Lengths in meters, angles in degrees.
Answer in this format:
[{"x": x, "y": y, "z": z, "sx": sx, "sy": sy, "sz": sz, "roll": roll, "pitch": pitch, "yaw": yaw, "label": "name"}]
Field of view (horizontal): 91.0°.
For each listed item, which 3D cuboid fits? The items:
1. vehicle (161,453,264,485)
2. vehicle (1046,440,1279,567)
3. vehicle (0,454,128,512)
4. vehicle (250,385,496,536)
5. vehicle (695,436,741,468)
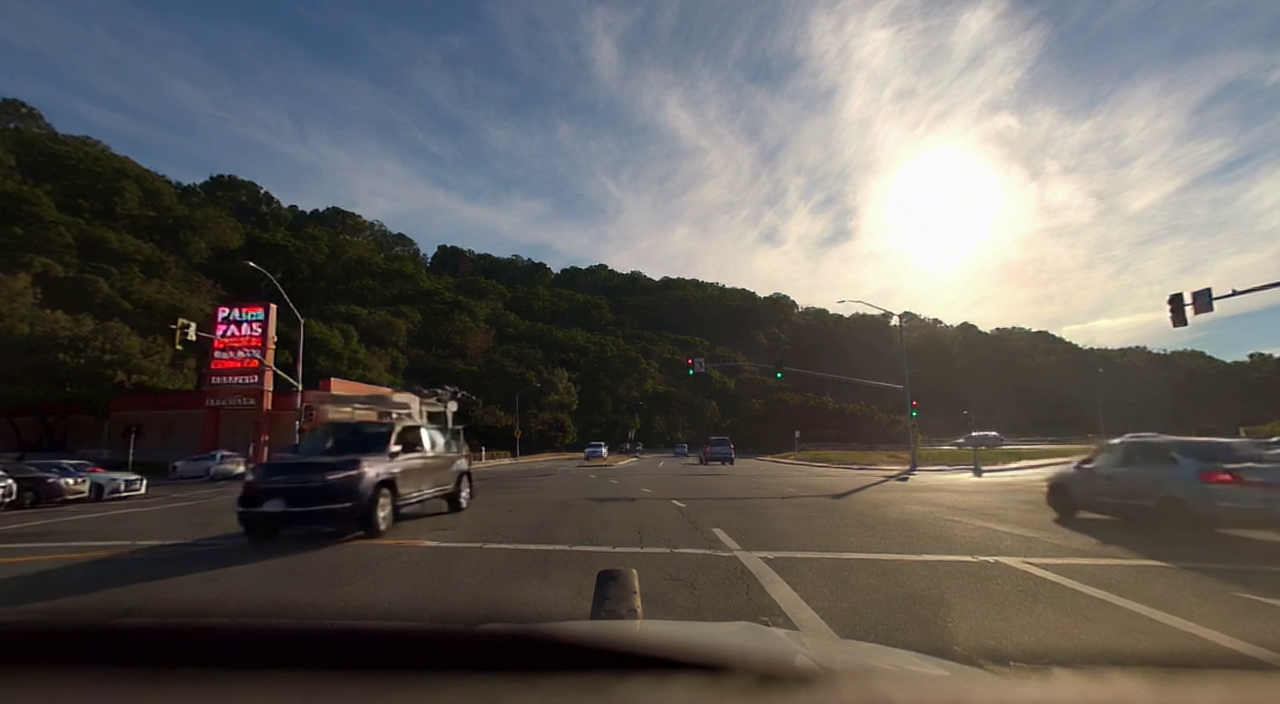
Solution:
[{"x": -24.613, "y": 6.705, "z": 36.367, "sx": 4.336, "sy": 1.706, "sz": 2.069, "roll": 2, "pitch": -9, "yaw": -11, "label": "vehicle"}, {"x": 9.957, "y": 2.540, "z": 11.400, "sx": 2.273, "sy": 1.839, "sz": 4.218, "roll": 0, "pitch": -8, "yaw": -1, "label": "vehicle"}, {"x": -19.792, "y": 4.212, "z": 20.490, "sx": 4.440, "sy": 1.748, "sz": 2.033, "roll": 0, "pitch": -9, "yaw": 1, "label": "vehicle"}, {"x": -4.834, "y": 2.119, "z": 12.811, "sx": 2.318, "sy": 2.325, "sz": 5.910, "roll": 0, "pitch": -8, "yaw": 1, "label": "vehicle"}, {"x": 5.605, "y": 7.242, "z": 45.816, "sx": 2.388, "sy": 2.201, "sz": 5.139, "roll": 1, "pitch": -9, "yaw": -3, "label": "vehicle"}]
